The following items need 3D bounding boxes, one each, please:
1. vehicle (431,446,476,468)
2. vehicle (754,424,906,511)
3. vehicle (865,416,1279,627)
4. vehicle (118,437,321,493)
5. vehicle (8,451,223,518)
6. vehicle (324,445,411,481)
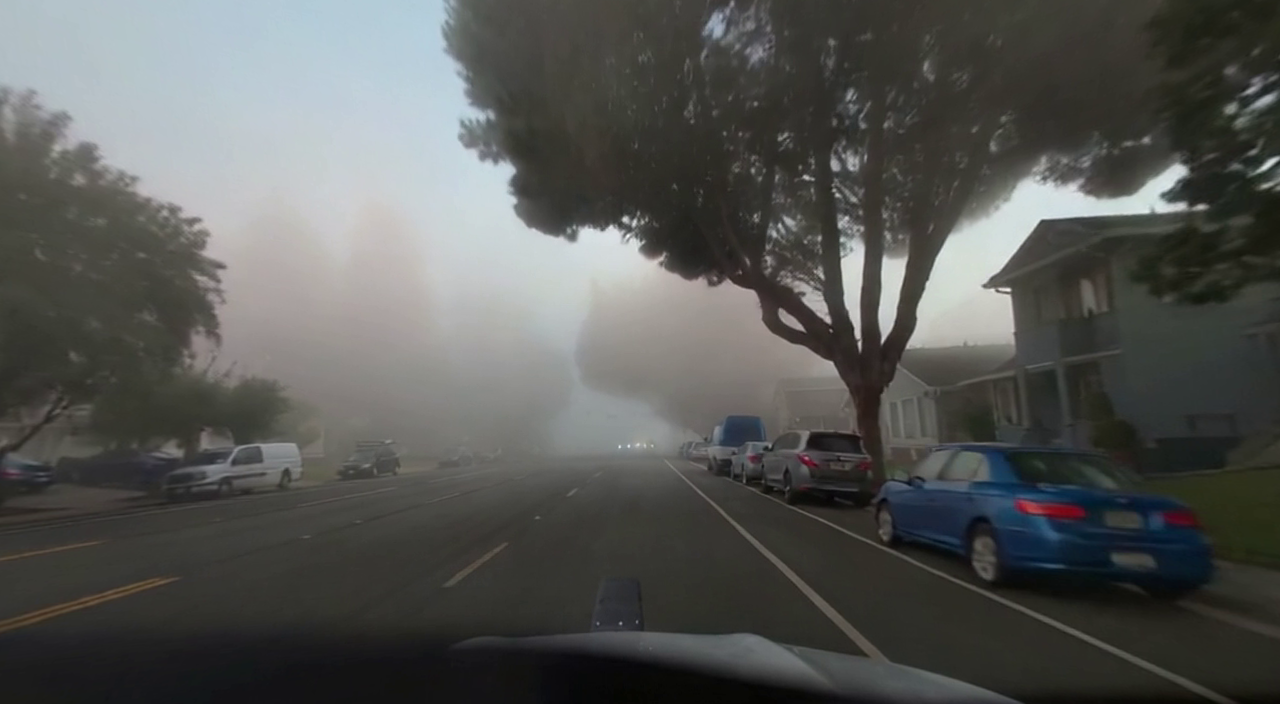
[{"bbox_3d":[-13.798,7.745,46.966,1.923,1.535,4.862,0,-8,-1],"label":"vehicle"},{"bbox_3d":[4.212,2.639,14.934,2.067,1.706,4.506,0,-8,-2],"label":"vehicle"},{"bbox_3d":[4.258,1.551,6.828,1.862,1.515,4.233,0,-8,-3],"label":"vehicle"},{"bbox_3d":[-15.376,4.150,23.417,5.783,1.904,2.289,0,-8,-3],"label":"vehicle"},{"bbox_3d":[-13.617,3.423,16.859,2.141,1.463,4.245,0,-8,-1],"label":"vehicle"},{"bbox_3d":[-13.682,5.554,32.105,2.045,1.636,5.214,-1,-8,1],"label":"vehicle"}]
